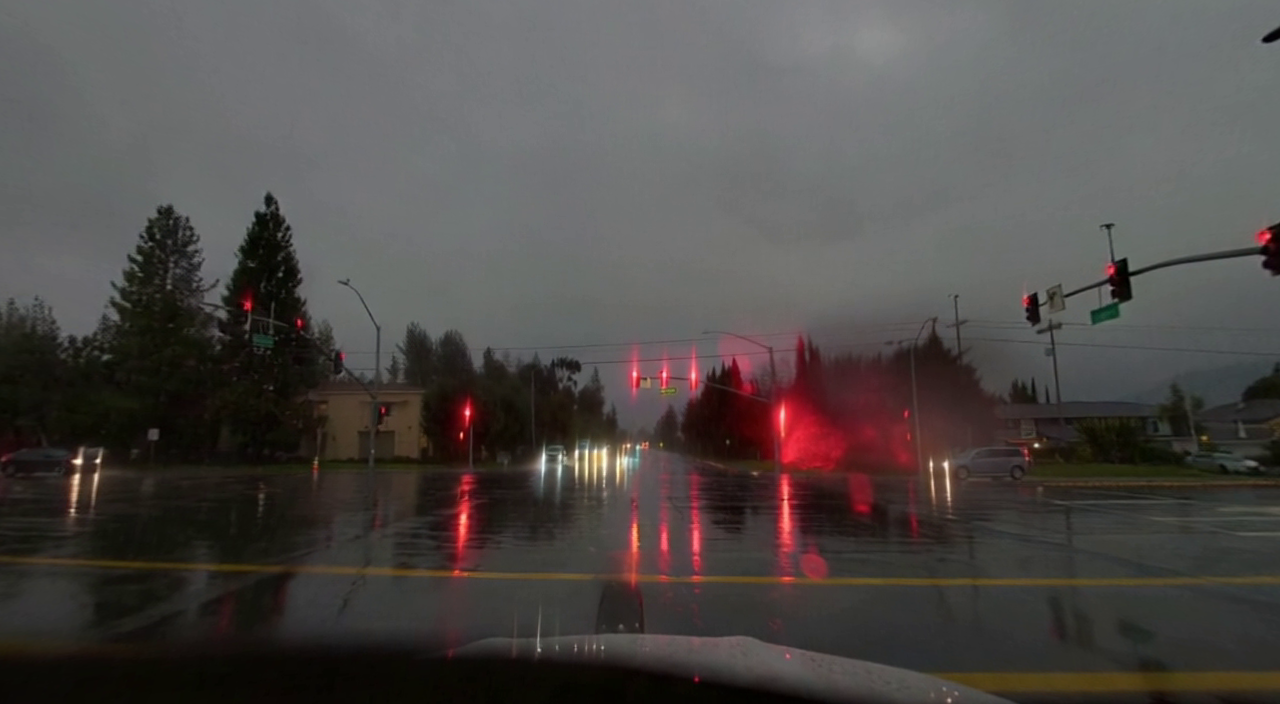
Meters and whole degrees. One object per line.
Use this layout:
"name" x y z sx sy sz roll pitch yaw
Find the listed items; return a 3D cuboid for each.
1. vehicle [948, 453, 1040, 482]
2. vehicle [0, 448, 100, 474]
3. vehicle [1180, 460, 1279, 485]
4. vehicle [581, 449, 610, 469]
"vehicle" 21.092 6.874 37.587 4.447 1.623 1.801 0 -9 -3
"vehicle" -35.143 6.425 37.187 4.741 1.447 1.807 0 -9 0
"vehicle" 36.221 7.317 38.296 4.976 1.428 1.929 0 -8 -2
"vehicle" -3.457 8.391 49.401 1.908 1.441 4.142 0 -8 1
